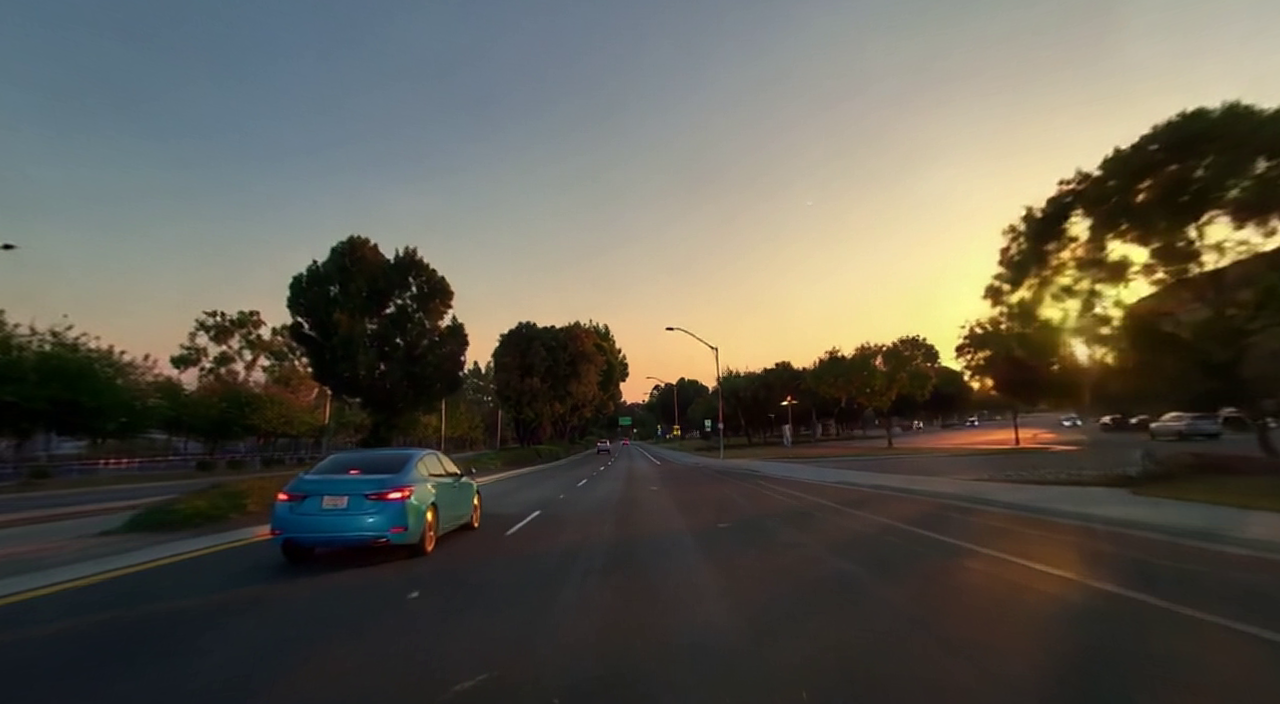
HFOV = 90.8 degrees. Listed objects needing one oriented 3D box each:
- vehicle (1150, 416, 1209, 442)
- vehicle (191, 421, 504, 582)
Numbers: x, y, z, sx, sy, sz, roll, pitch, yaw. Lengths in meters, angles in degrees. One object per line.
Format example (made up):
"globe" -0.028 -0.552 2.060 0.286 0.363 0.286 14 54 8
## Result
"vehicle" 31.240 4.437 36.695 1.690 1.378 3.826 -6 -8 27
"vehicle" -3.159 1.688 7.962 1.964 1.472 4.078 0 -8 0
